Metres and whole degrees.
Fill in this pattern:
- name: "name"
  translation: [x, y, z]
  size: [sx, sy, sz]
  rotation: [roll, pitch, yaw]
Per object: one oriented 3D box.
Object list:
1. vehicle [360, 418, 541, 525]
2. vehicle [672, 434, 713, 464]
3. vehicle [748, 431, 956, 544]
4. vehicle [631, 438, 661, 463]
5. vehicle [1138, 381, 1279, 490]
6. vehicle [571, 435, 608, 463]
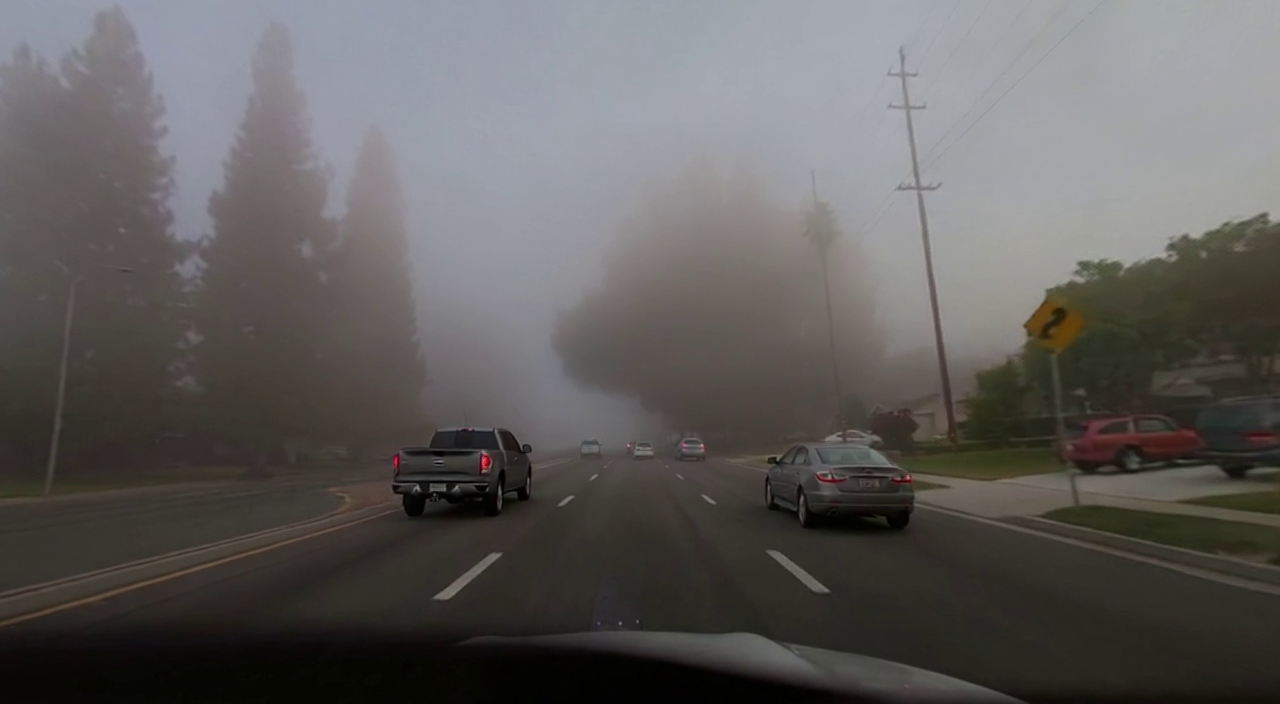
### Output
- name: "vehicle"
  translation: [-3.542, 2.363, 13.104]
  size: [2.111, 1.745, 5.274]
  rotation: [0, -8, 0]
- name: "vehicle"
  translation: [3.373, 6.358, 41.443]
  size: [2.099, 1.845, 4.363]
  rotation: [0, -8, -2]
- name: "vehicle"
  translation: [3.146, 2.086, 10.438]
  size: [1.884, 1.463, 4.195]
  rotation: [0, -8, -1]
- name: "vehicle"
  translation: [0.368, 6.865, 44.287]
  size: [1.997, 1.636, 3.760]
  rotation: [0, -8, -2]
- name: "vehicle"
  translation: [14.729, 1.853, 14.331]
  size: [4.801, 2.233, 2.222]
  rotation: [-2, -9, 0]
- name: "vehicle"
  translation: [-3.464, 6.800, 44.307]
  size: [2.218, 1.829, 4.492]
  rotation: [0, -8, 0]
